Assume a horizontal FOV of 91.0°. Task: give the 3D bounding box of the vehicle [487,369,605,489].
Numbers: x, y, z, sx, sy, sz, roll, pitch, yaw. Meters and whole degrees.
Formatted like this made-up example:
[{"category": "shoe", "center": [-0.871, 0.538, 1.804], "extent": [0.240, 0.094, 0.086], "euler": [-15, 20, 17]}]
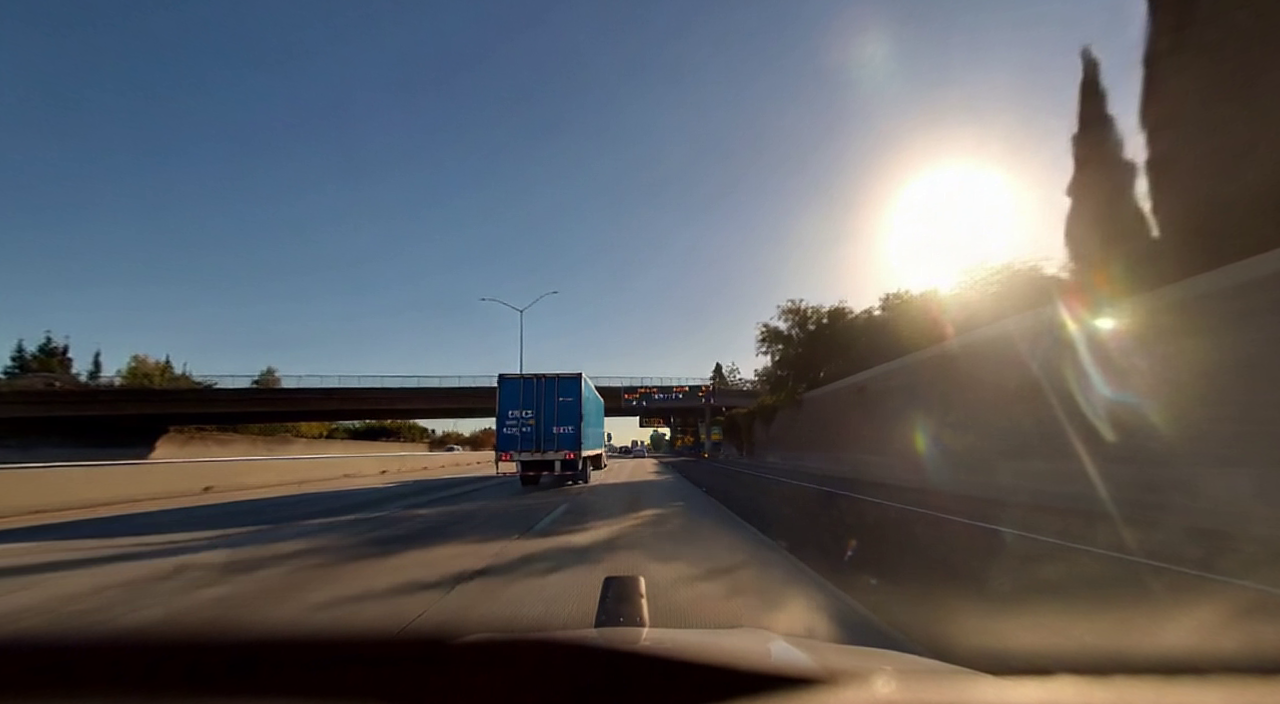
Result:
[{"category": "vehicle", "center": [-3.405, 3.367, 26.450], "extent": [3.059, 3.956, 11.036], "euler": [0, -9, 1]}]
